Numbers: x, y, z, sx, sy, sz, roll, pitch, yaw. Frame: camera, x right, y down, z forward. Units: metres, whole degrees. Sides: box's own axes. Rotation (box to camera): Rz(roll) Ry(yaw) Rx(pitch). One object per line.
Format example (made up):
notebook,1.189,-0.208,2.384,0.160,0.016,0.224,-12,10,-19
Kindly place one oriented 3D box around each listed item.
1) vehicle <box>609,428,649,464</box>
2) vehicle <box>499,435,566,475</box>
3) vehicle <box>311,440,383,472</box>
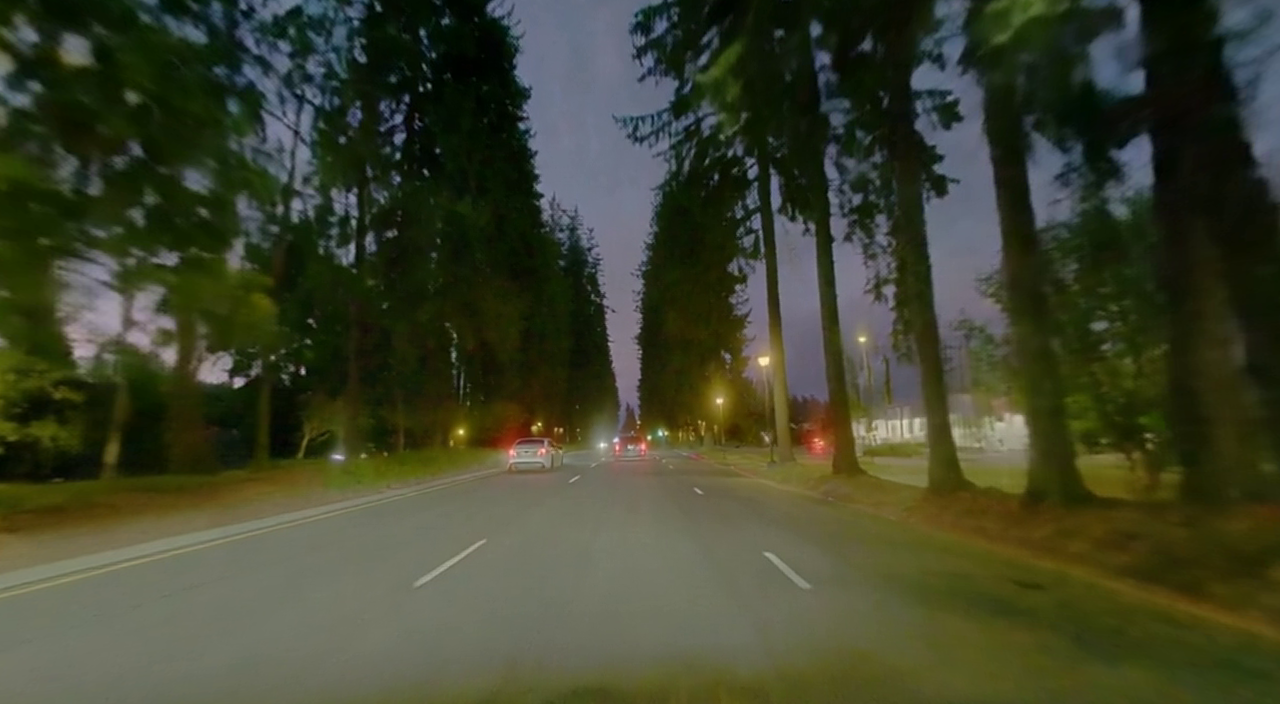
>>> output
vehicle,-0.572,4.988,33.535,2.018,1.769,3.897,0,-8,-1
vehicle,-4.170,4.071,25.186,1.917,1.448,4.178,0,-8,0
vehicle,-16.478,5.837,35.787,1.896,1.712,4.523,0,-8,1
